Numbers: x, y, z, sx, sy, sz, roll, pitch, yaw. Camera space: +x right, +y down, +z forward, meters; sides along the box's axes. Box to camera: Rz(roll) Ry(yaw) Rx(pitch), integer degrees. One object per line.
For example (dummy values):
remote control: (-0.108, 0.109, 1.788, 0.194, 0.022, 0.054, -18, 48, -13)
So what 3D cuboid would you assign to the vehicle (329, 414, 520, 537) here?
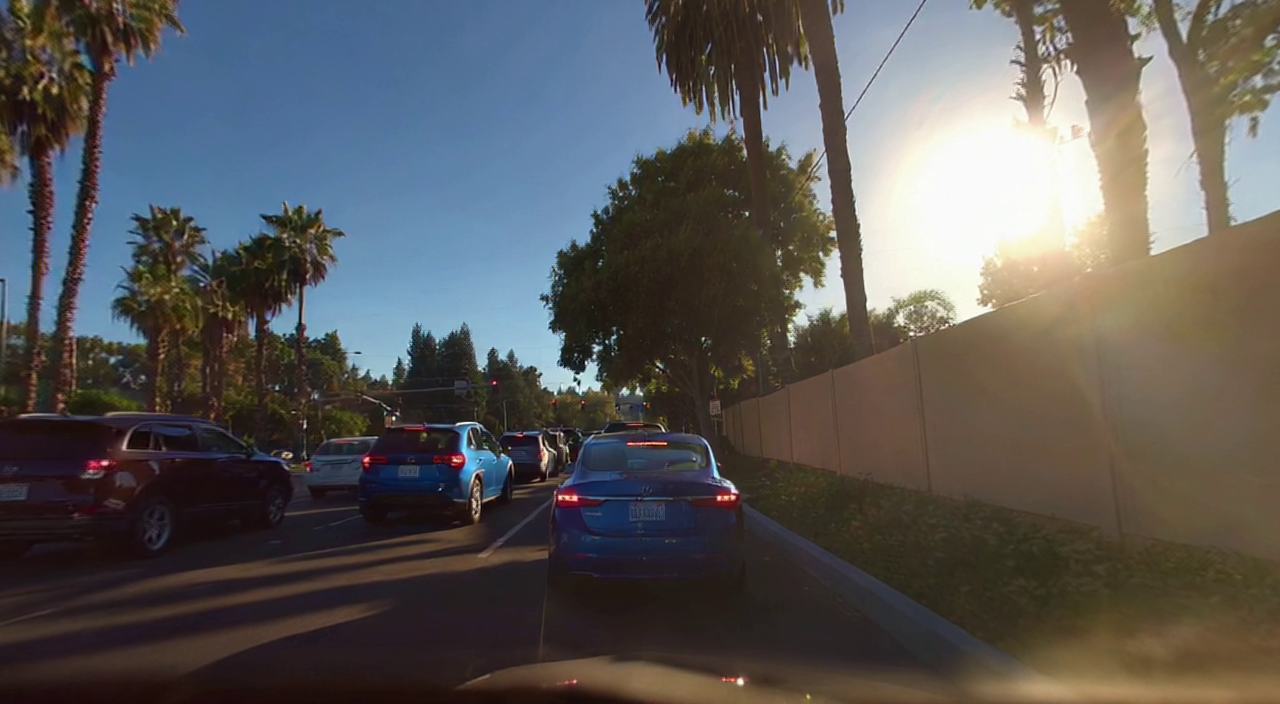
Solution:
vehicle: (-3.484, 2.075, 11.186, 2.007, 1.746, 4.136, 0, -8, -2)

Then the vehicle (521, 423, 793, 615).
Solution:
vehicle: (0.070, 1.625, 7.145, 2.128, 1.473, 4.272, 0, -8, -2)

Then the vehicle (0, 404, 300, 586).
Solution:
vehicle: (-6.676, 1.700, 8.317, 1.963, 1.721, 4.467, 0, -8, -2)
